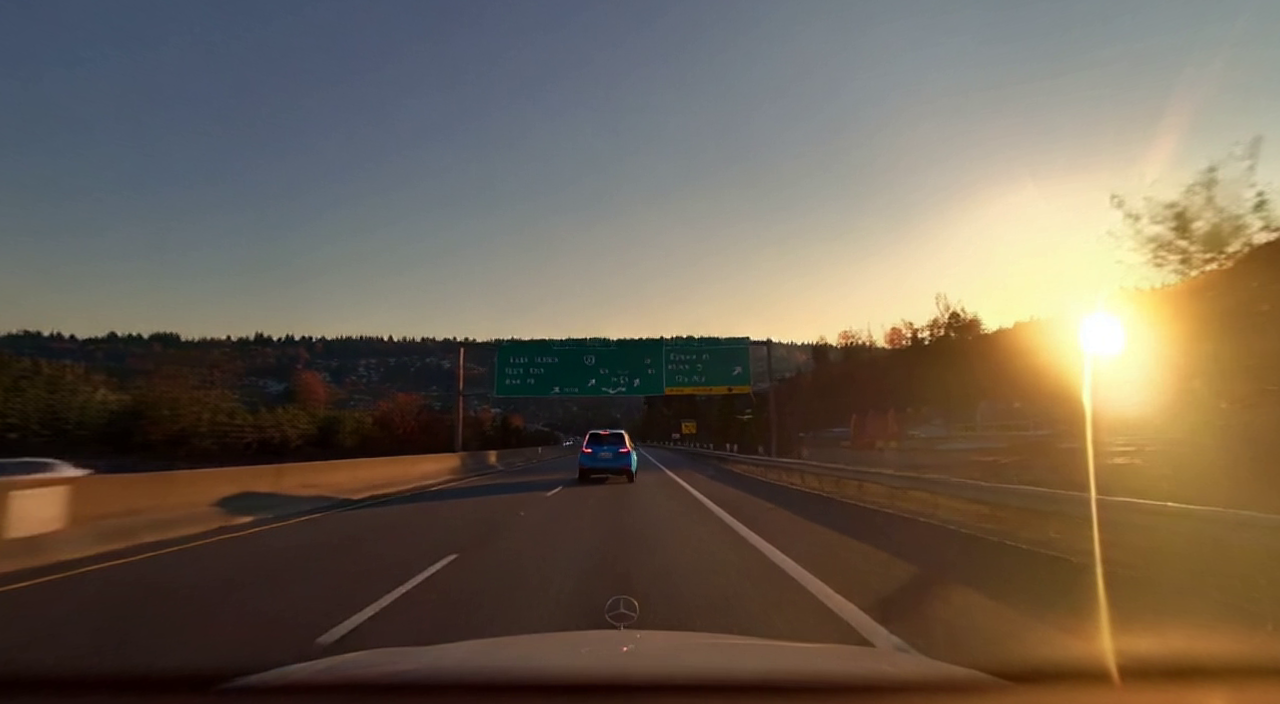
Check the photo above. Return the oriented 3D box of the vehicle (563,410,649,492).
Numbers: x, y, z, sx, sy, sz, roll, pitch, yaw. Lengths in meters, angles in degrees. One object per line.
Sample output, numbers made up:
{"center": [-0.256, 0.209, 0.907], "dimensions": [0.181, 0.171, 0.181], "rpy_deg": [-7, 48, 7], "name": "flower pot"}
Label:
{"center": [-0.925, 2.980, 19.277], "dimensions": [2.248, 2.154, 4.892], "rpy_deg": [0, -8, -1], "name": "vehicle"}
